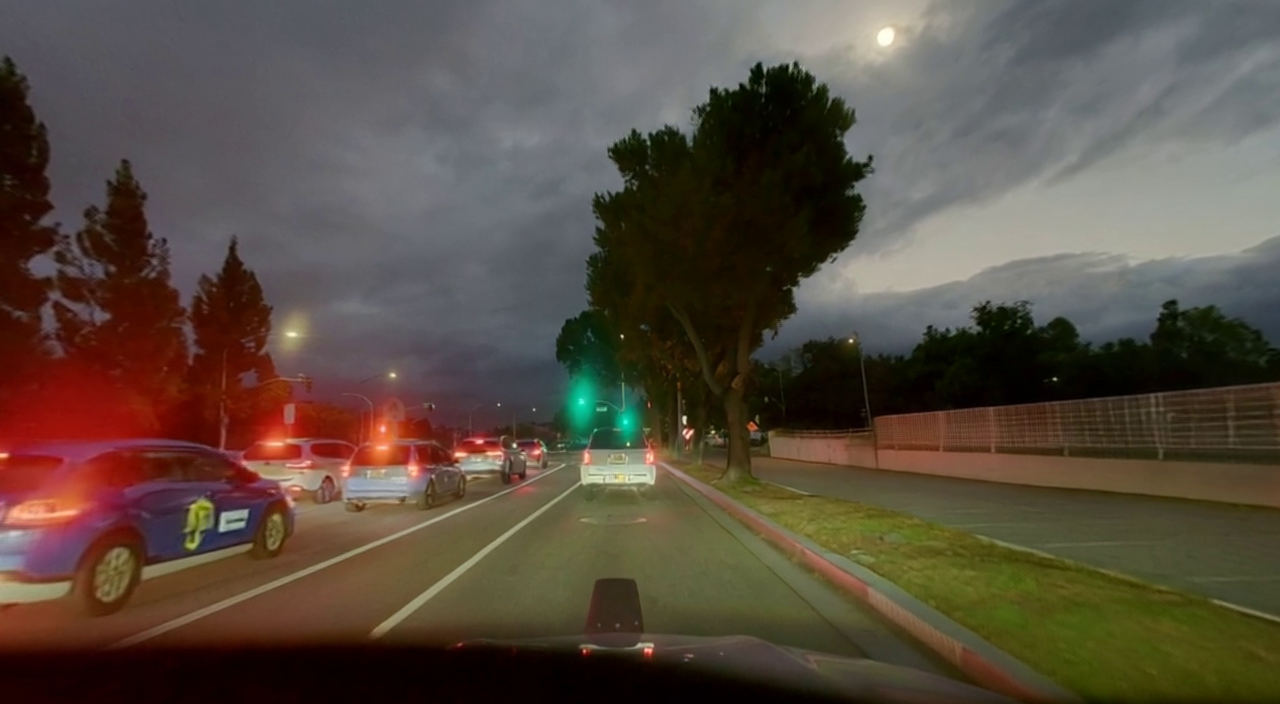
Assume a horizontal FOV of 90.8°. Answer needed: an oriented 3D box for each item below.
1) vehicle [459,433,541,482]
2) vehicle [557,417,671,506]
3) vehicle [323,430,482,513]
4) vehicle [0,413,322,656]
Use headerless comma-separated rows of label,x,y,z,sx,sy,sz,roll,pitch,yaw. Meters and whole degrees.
vehicle,-5.449,4.169,25.220,2.188,1.774,4.477,0,-8,1
vehicle,-0.601,2.591,15.300,2.368,1.829,4.293,0,-9,-2
vehicle,-5.435,2.787,15.228,2.010,1.674,4.484,0,-9,1
vehicle,-5.305,1.535,6.354,2.069,1.616,4.108,0,-9,0
